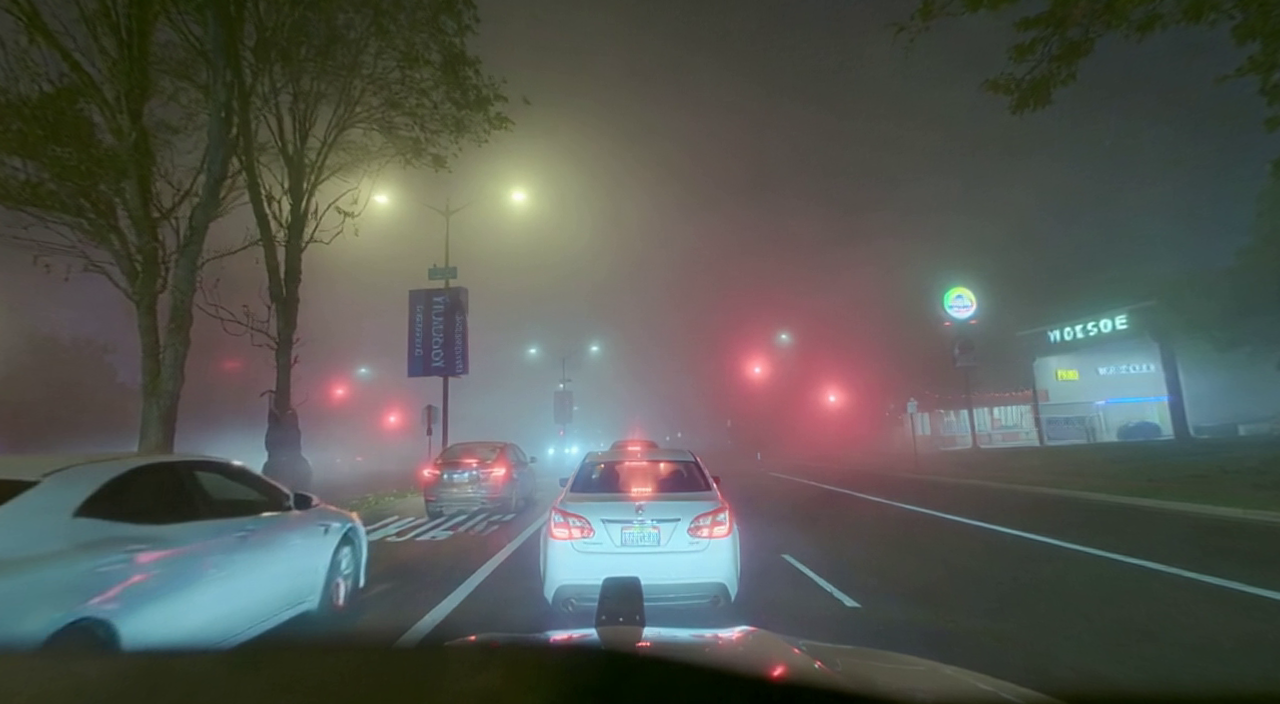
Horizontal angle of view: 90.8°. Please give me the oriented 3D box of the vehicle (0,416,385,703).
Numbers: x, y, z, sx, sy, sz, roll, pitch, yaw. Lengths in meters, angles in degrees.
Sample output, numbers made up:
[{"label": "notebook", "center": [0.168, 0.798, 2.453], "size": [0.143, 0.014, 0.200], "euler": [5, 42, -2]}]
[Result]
[{"label": "vehicle", "center": [-3.338, 1.149, 3.583], "size": [1.952, 1.431, 4.383], "euler": [0, -8, 0]}]

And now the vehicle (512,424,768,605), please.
[{"label": "vehicle", "center": [-0.057, 1.641, 7.299], "size": [2.126, 1.475, 3.967], "euler": [0, -8, -2]}]

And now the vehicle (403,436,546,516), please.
[{"label": "vehicle", "center": [-3.471, 2.678, 14.231], "size": [1.961, 1.487, 4.453], "euler": [0, -8, 1]}]
